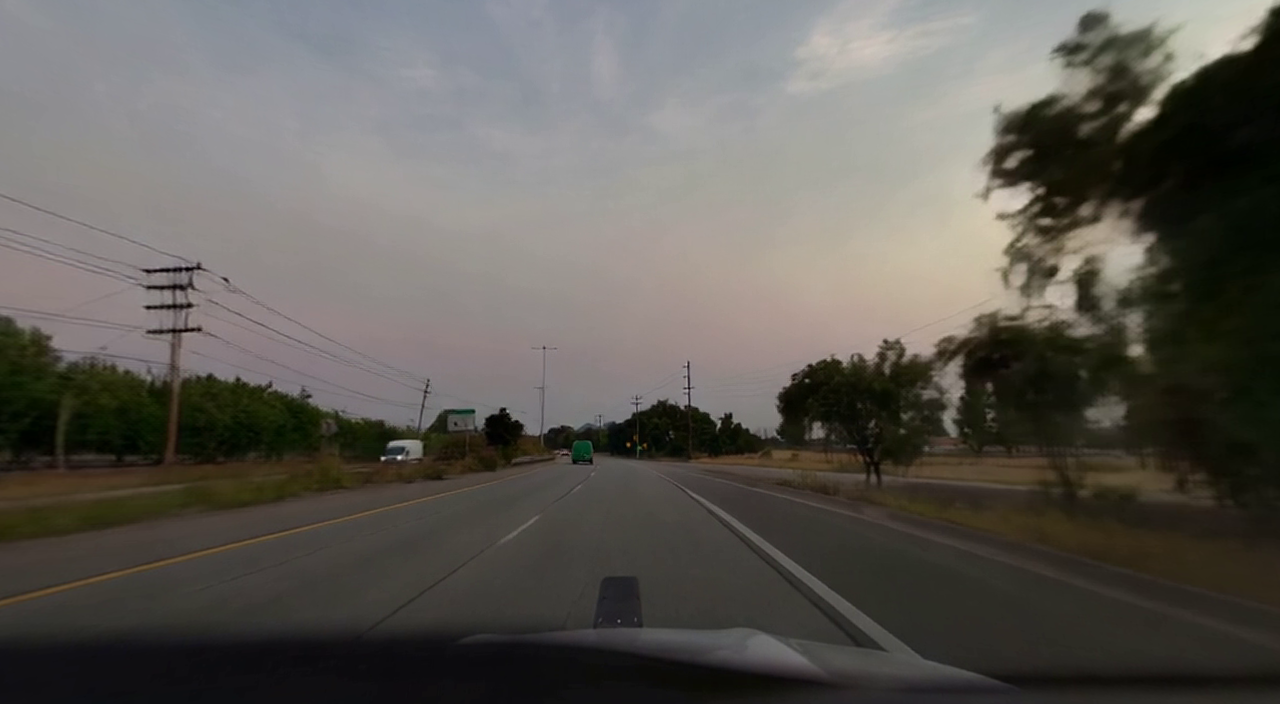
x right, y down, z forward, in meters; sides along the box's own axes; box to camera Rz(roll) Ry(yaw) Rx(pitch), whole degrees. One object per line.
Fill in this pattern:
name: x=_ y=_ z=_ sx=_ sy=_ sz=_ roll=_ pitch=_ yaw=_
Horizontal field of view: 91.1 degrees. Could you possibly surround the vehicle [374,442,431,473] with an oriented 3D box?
vehicle: x=-14.985 y=6.652 z=39.878 sx=2.084 sy=1.806 sz=4.332 roll=0 pitch=-9 yaw=-3
